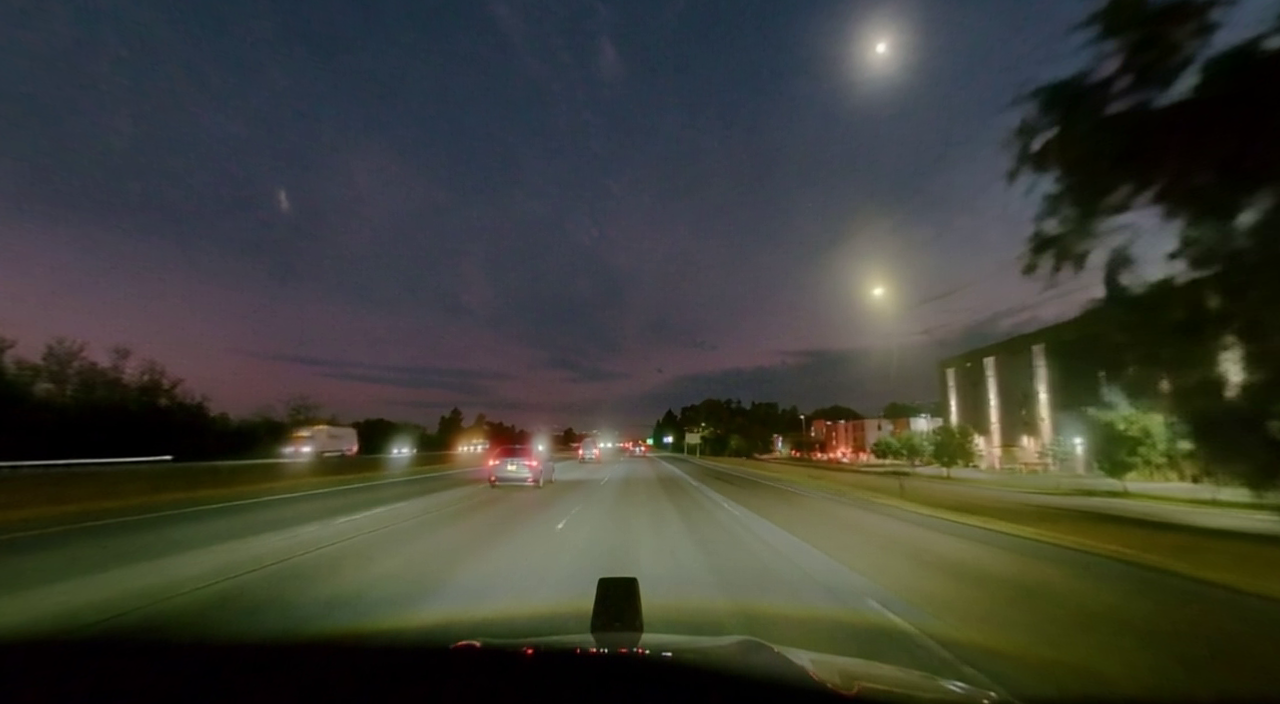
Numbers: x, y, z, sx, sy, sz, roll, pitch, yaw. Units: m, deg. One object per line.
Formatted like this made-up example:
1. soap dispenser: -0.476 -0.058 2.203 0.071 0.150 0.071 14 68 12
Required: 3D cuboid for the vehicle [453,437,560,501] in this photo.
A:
1. vehicle: -3.365 3.036 16.759 1.920 1.463 4.134 1 -9 0
